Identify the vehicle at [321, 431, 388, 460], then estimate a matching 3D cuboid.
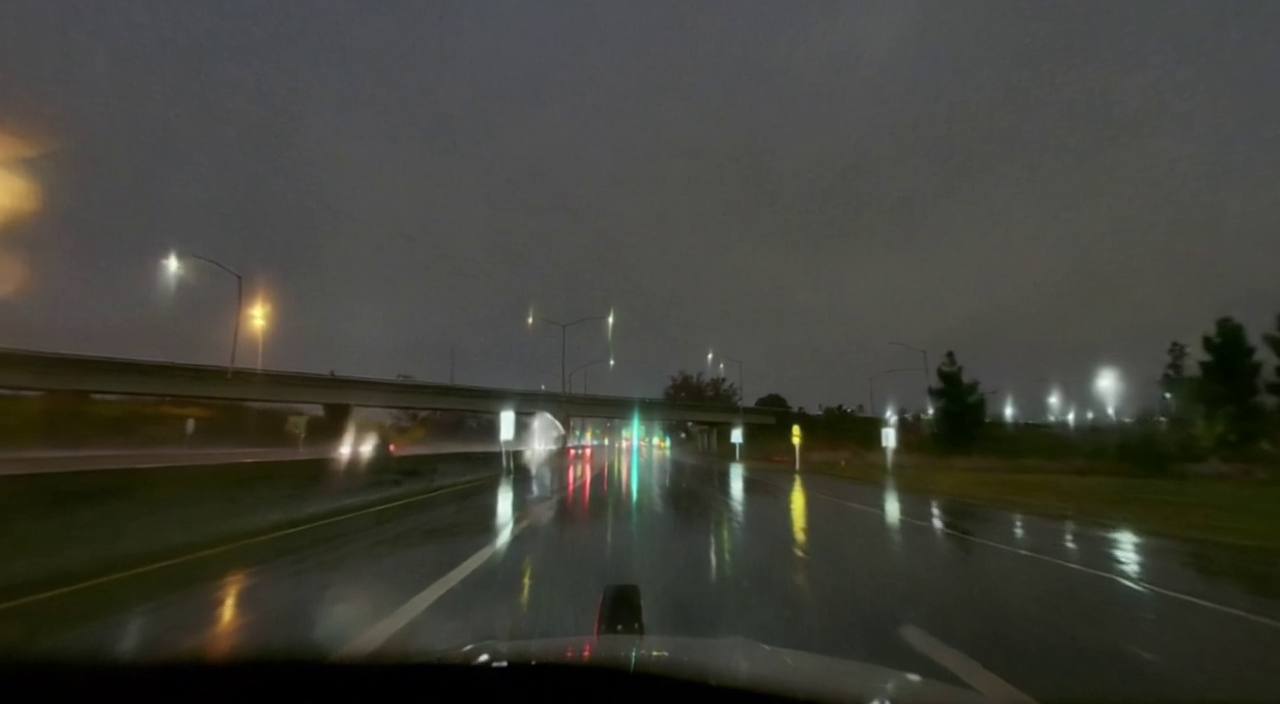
[{"bbox_3d":[-16.504,5.443,36.447,1.978,1.530,4.057,0,-9,-1],"label":"vehicle"}]
